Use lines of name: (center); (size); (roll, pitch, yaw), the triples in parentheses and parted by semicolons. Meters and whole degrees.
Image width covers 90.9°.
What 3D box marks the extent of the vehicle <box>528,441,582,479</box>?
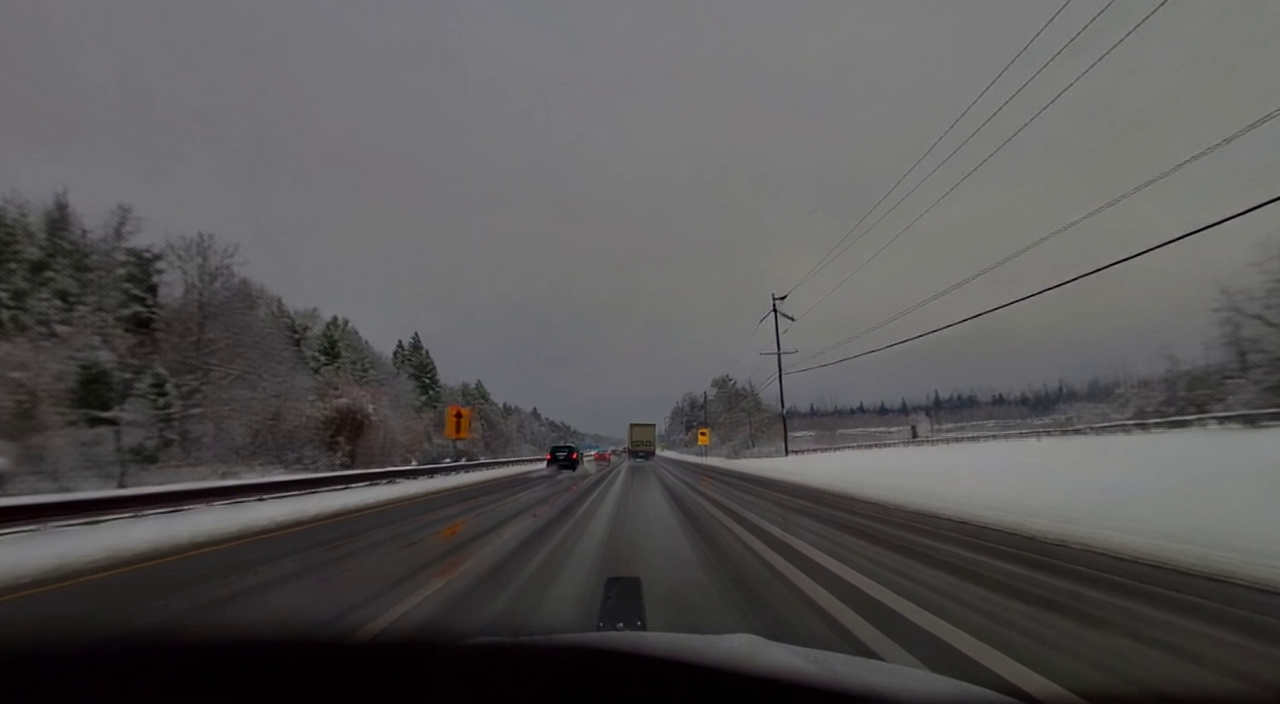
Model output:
vehicle: (-4.131, 5.301, 31.251); (2.111, 1.735, 4.066); (0, -9, 0)

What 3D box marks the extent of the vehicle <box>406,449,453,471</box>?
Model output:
vehicle: (-16.042, 8.256, 48.348); (1.956, 1.544, 4.599); (0, -9, 1)
